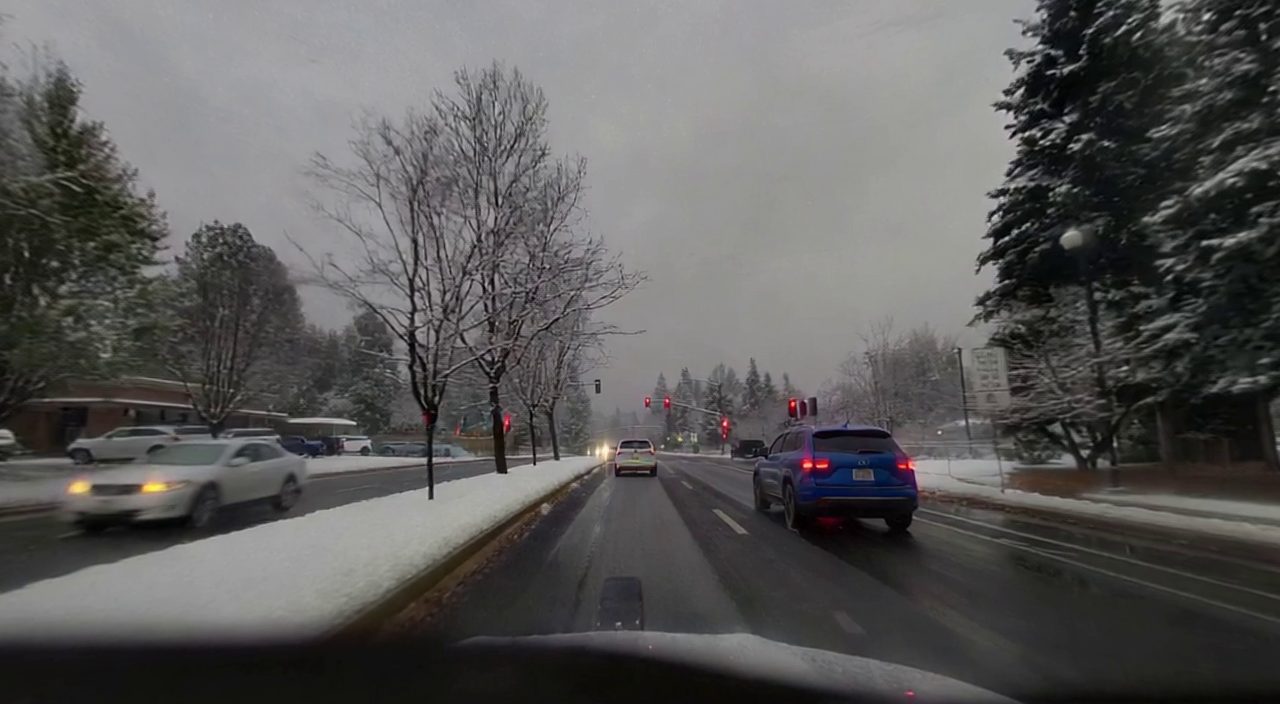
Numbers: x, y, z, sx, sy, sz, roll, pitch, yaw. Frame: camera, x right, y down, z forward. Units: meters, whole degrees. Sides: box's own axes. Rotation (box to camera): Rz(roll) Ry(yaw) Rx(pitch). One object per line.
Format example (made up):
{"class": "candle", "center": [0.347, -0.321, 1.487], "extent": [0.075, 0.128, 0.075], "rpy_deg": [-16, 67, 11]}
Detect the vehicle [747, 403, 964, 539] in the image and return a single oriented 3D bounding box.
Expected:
{"class": "vehicle", "center": [3.187, 1.879, 10.474], "extent": [2.046, 1.768, 4.370], "rpy_deg": [0, -9, 0]}

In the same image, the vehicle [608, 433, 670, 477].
{"class": "vehicle", "center": [-0.036, 3.956, 24.423], "extent": [2.177, 1.512, 4.682], "rpy_deg": [0, -9, 0]}

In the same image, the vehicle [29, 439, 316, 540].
{"class": "vehicle", "center": [-7.860, 2.312, 11.280], "extent": [1.822, 1.434, 4.197], "rpy_deg": [0, -9, 2]}
